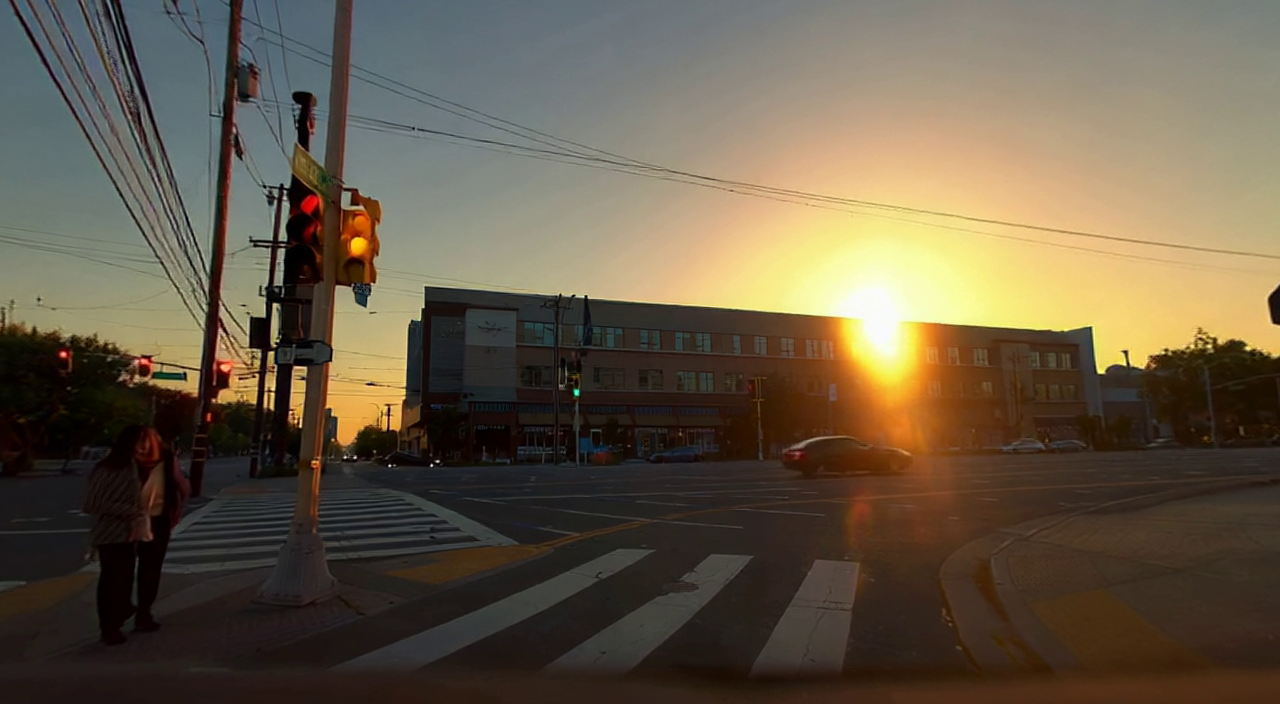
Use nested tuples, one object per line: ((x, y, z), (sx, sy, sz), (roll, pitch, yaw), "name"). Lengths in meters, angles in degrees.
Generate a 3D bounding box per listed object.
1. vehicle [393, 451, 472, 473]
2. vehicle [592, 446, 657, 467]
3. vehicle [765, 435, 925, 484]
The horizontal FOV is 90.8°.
((-14.127, 7.444, 42.987), (4.837, 1.407, 1.818), (4, -9, -26), "vehicle")
((-1.133, 7.553, 45.818), (4.391, 1.451, 1.717), (4, -9, -26), "vehicle")
((6.842, 3.565, 21.205), (4.700, 1.479, 2.095), (3, -9, -17), "vehicle")
